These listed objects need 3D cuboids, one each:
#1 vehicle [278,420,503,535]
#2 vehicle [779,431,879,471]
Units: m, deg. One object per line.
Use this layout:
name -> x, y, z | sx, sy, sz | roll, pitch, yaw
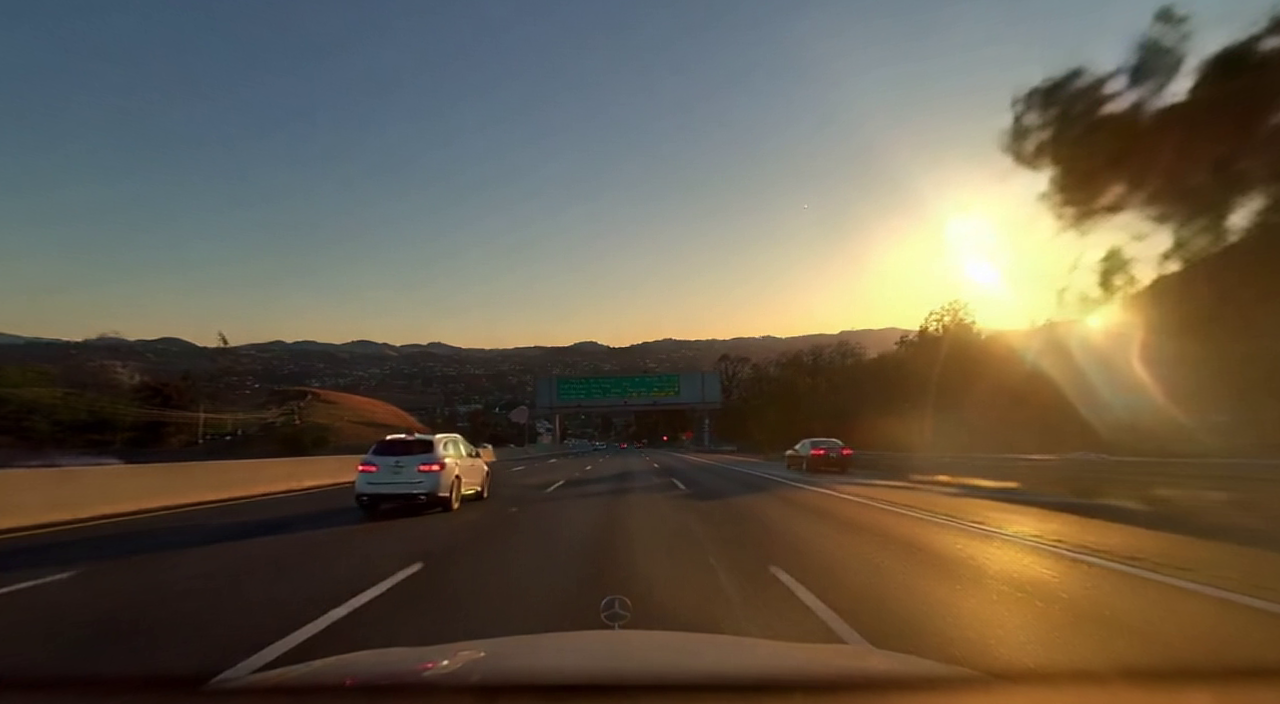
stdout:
vehicle -> -4.246, 2.208, 11.888 | 2.200, 1.662, 5.091 | -1, -8, 0
vehicle -> 8.460, 4.485, 28.775 | 2.136, 1.641, 4.964 | 1, -8, -13
